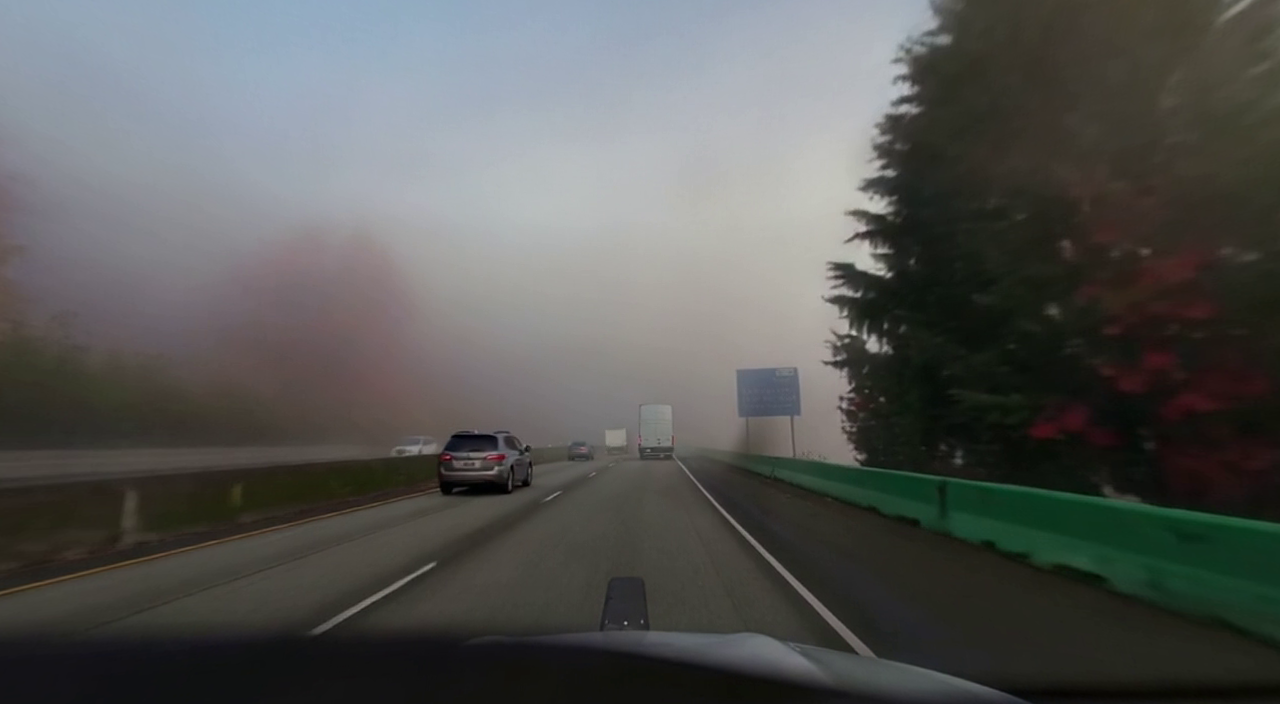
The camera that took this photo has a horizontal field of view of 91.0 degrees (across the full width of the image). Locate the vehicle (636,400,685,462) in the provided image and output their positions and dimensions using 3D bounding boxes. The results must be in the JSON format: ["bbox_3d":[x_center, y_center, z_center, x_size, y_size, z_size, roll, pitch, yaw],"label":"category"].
[{"bbox_3d":[1.377,5.481,43.090,2.933,3.701,10.425,0,-8,2],"label":"vehicle"}]

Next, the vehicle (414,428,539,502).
[{"bbox_3d":[-3.797,2.680,15.371,1.927,1.556,3.921,0,-8,1],"label":"vehicle"}]

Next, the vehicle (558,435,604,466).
[{"bbox_3d":[-3.176,5.411,34.636,1.962,1.575,4.158,0,-8,2],"label":"vehicle"}]
